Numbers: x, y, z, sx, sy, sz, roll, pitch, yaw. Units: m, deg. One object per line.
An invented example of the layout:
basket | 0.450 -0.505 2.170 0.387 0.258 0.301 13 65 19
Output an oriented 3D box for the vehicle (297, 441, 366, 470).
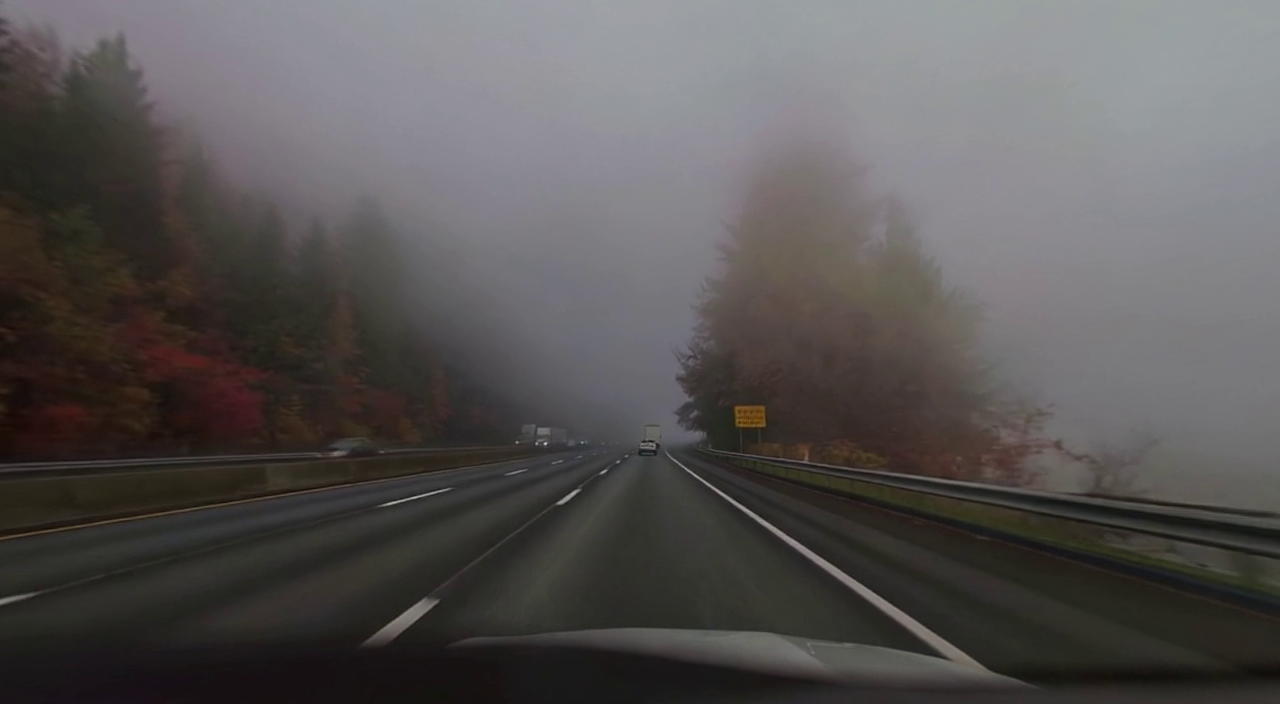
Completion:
vehicle | -18.485 6.200 37.870 1.913 1.619 4.158 -1 -8 2
